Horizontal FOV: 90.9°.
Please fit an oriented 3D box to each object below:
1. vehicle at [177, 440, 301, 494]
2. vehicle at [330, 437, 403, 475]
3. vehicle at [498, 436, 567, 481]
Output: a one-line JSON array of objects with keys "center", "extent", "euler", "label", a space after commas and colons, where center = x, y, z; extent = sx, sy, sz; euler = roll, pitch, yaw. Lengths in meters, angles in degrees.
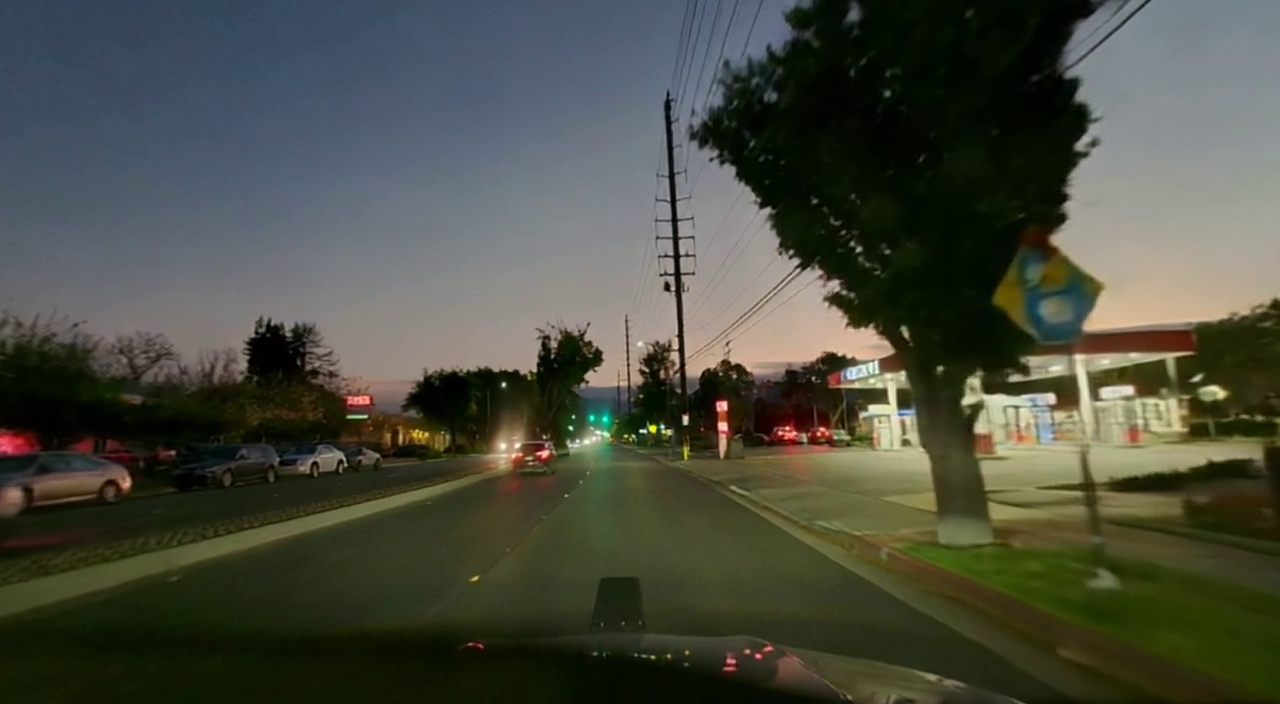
[{"center": [-17.052, 4.875, 27.183], "extent": [2.336, 2.092, 4.625], "euler": [0, -8, -1], "label": "vehicle"}, {"center": [-16.677, 6.348, 38.779], "extent": [2.353, 2.144, 4.847], "euler": [0, -8, -1], "label": "vehicle"}, {"center": [-3.921, 3.938, 23.619], "extent": [2.073, 1.525, 3.968], "euler": [0, -8, -3], "label": "vehicle"}]
